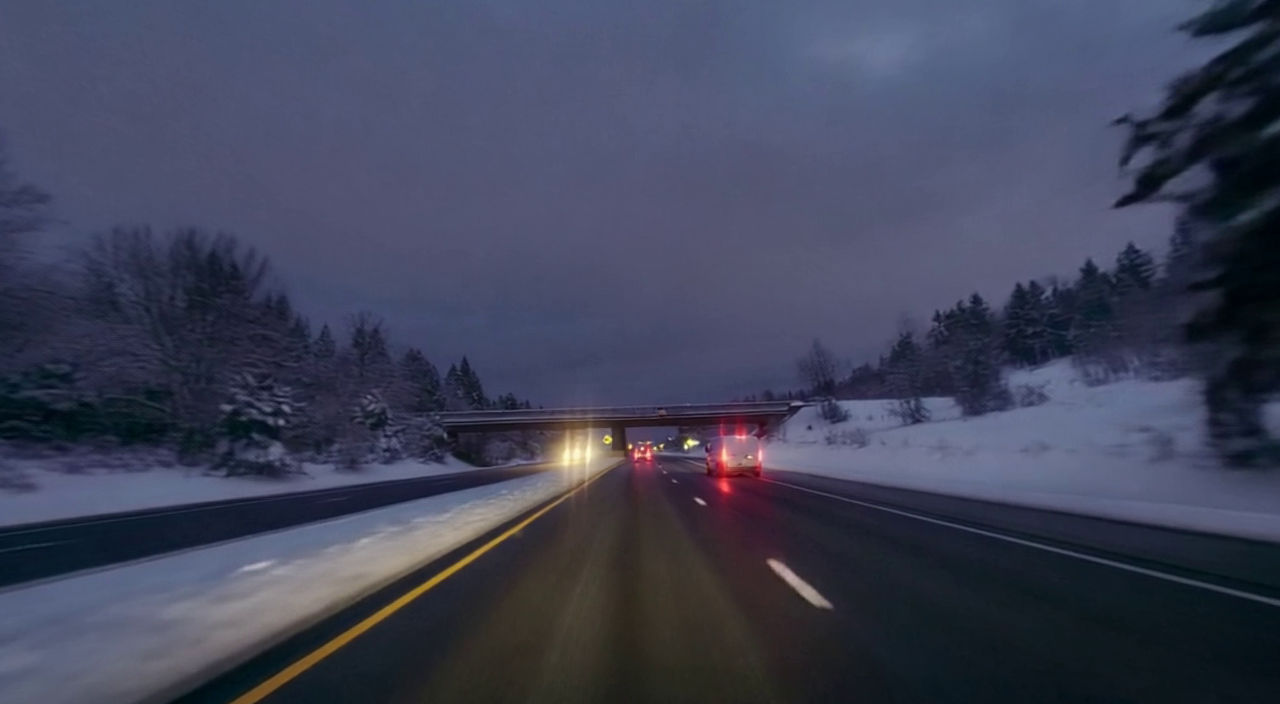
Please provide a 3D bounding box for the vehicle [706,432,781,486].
[{"bbox_3d":[4.125,4.417,26.236,2.152,1.998,5.380,0,-9,-1],"label":"vehicle"}]

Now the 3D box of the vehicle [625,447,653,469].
[{"bbox_3d":[-0.020,8.049,48.031,2.013,1.584,3.995,0,-9,1],"label":"vehicle"}]
